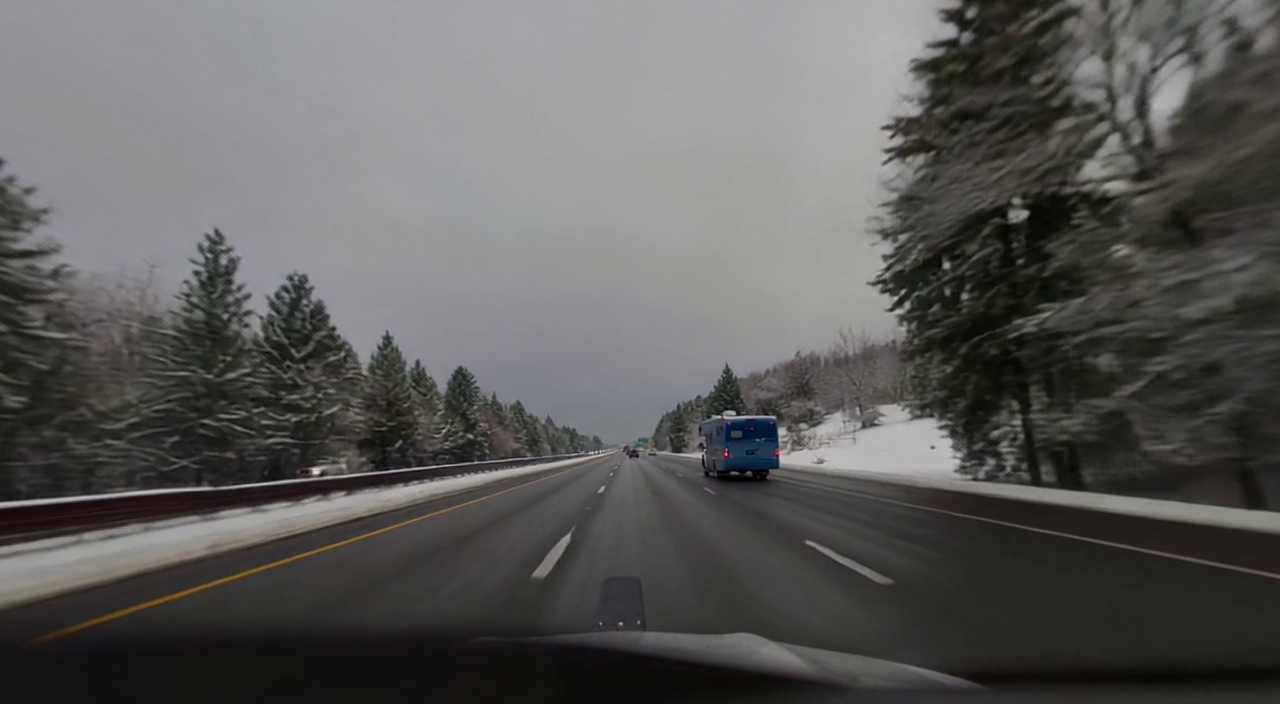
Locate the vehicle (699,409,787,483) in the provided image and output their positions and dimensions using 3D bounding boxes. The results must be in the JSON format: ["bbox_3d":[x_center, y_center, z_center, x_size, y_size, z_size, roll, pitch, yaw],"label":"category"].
[{"bbox_3d":[4.218,4.063,27.162,2.556,2.763,6.287,0,-9,-2],"label":"vehicle"}]
